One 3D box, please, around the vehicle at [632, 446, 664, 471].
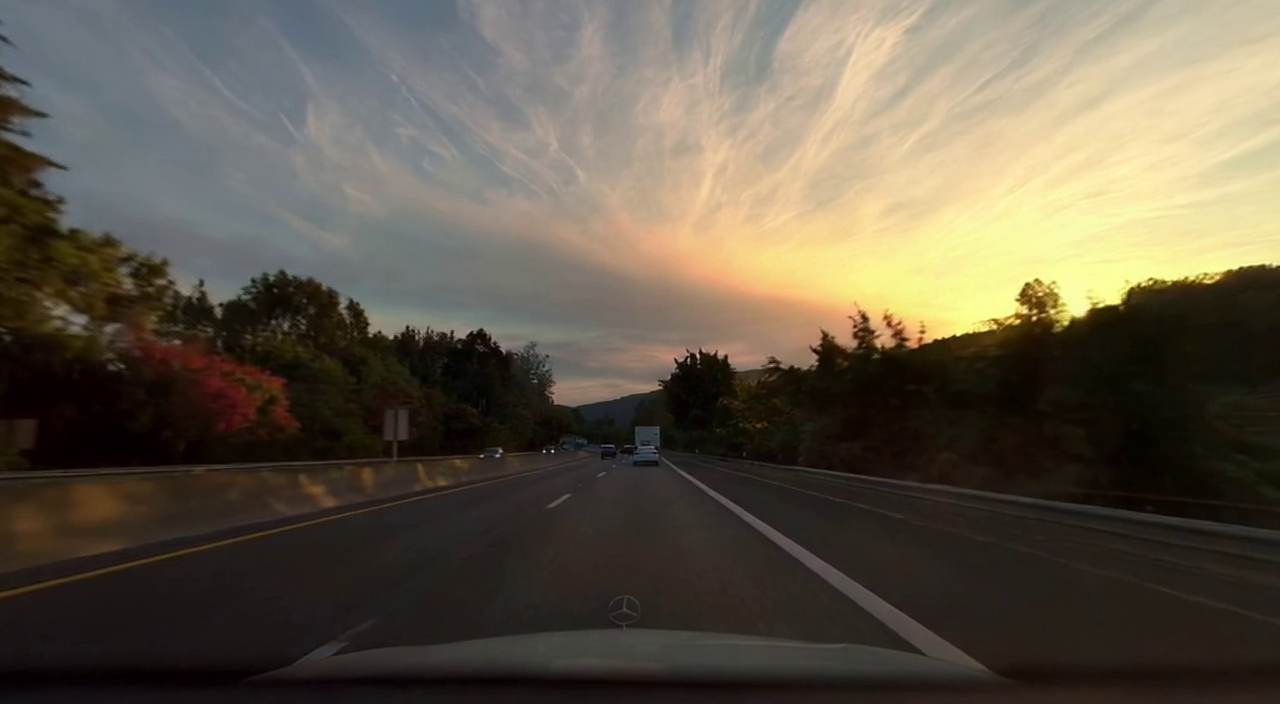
[{"bbox_3d":[0.508,6.785,40.384,1.934,1.488,3.832,0,-9,0],"label":"vehicle"}]
